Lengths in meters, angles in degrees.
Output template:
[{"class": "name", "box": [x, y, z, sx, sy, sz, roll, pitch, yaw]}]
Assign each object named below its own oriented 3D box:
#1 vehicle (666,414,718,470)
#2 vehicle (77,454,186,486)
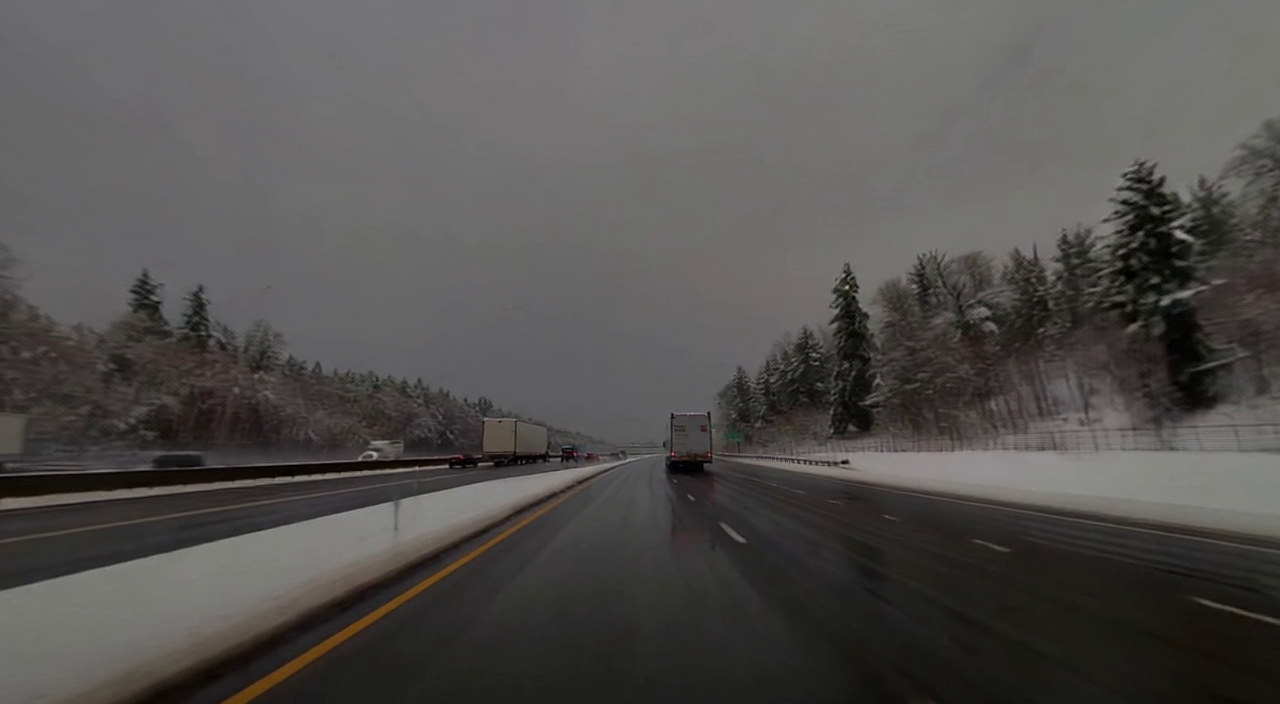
[{"class": "vehicle", "box": [3.670, 6.980, 48.311, 2.928, 3.595, 13.975, 0, -9, 1]}, {"class": "vehicle", "box": [-24.210, 5.607, 30.263, 1.728, 1.396, 4.150, -1, -9, 1]}]
